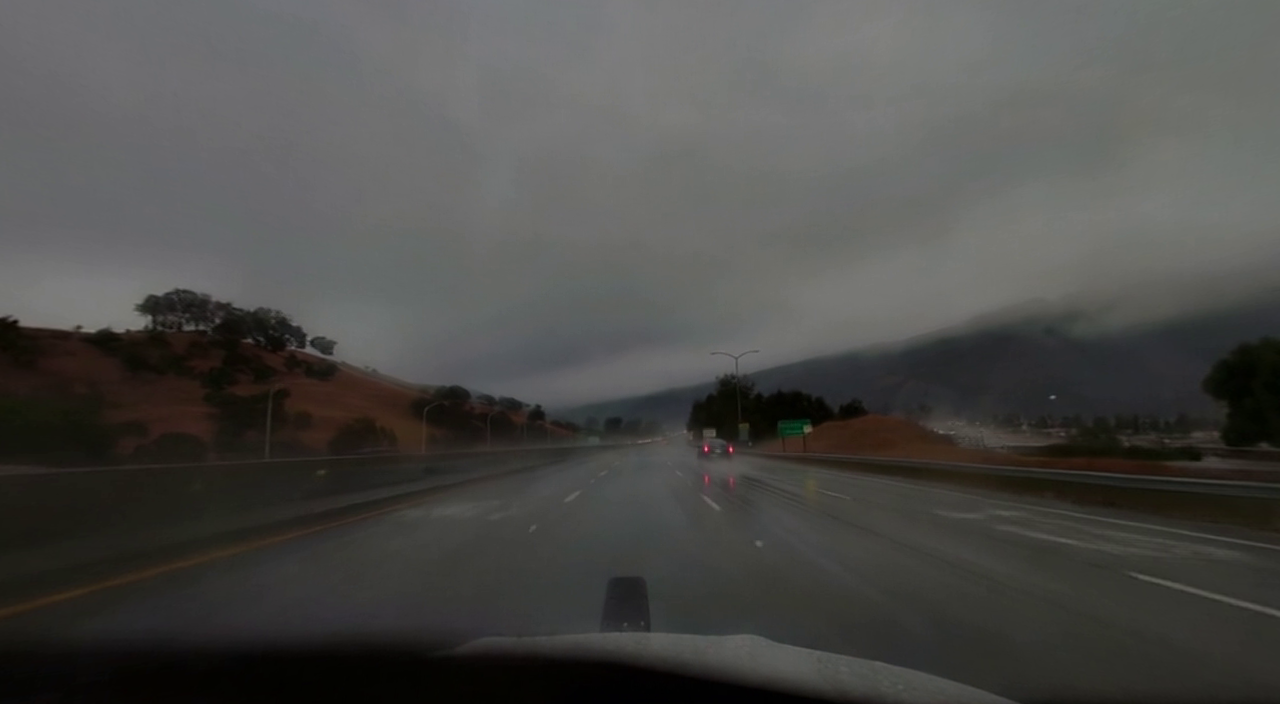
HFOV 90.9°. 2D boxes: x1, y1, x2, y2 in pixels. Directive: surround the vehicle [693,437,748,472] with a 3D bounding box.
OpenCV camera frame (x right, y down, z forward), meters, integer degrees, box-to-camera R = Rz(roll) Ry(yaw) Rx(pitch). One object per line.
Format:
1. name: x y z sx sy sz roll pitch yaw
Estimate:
1. vehicle: 3.708 4.799 29.703 1.916 1.469 4.481 0 -8 -1
